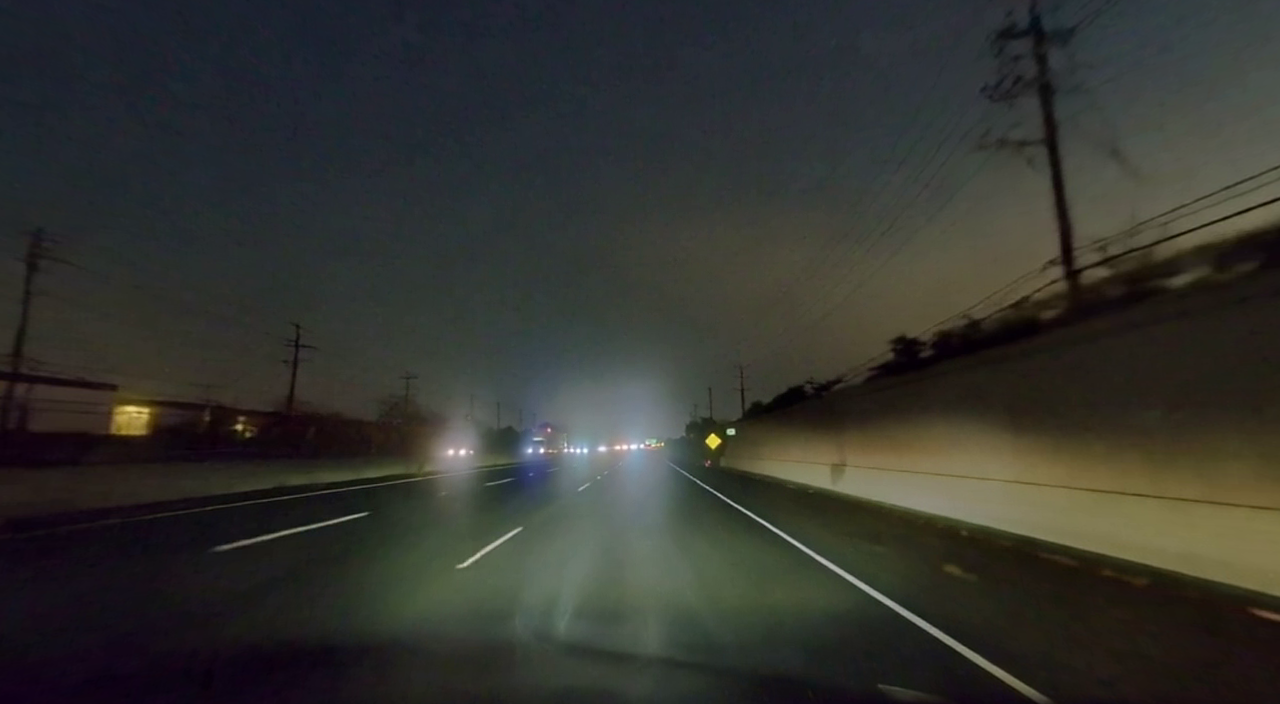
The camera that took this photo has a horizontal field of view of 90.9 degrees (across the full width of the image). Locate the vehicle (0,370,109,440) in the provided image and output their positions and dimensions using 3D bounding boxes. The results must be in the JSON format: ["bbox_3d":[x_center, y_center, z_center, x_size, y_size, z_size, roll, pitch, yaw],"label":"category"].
[{"bbox_3d":[-41.647,3.119,39.114,2.823,4.002,15.316,-4,-10,6],"label":"vehicle"}]
